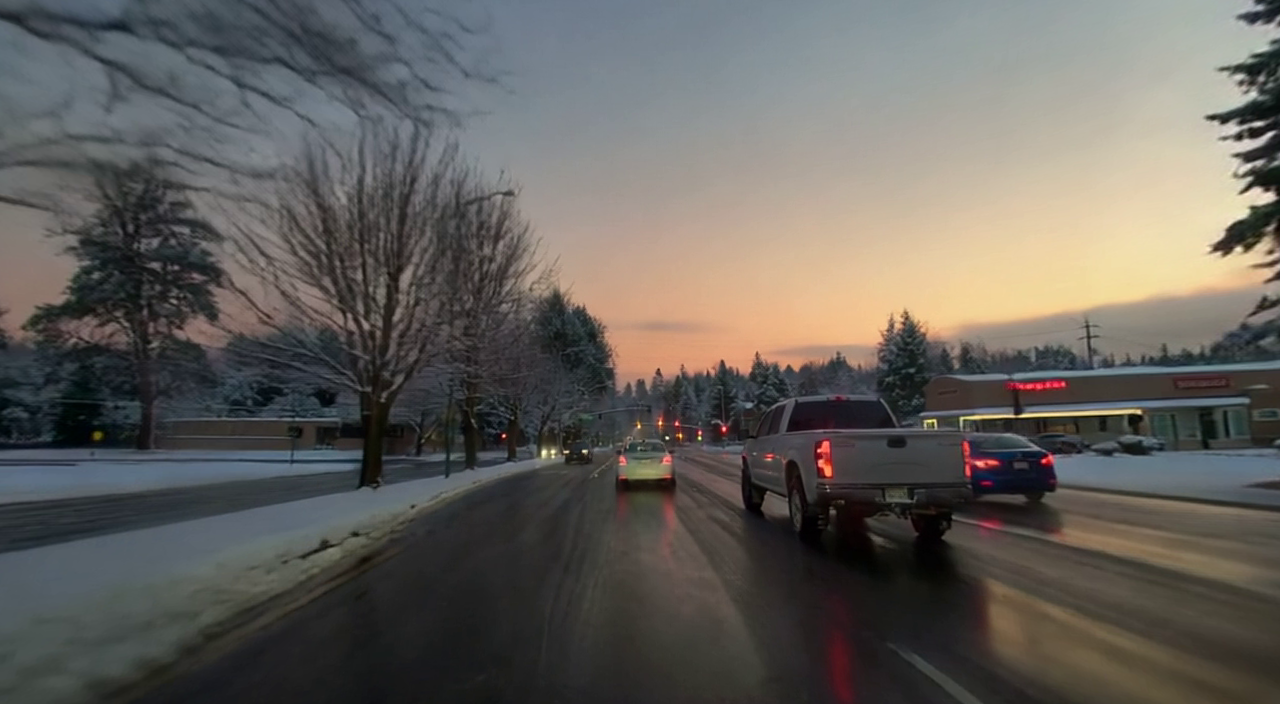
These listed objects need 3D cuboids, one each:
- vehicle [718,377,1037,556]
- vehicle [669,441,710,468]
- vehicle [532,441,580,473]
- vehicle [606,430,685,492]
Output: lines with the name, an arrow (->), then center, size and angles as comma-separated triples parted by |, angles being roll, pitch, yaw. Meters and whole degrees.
vehicle -> 3.192, 1.796, 10.515 | 2.731, 2.101, 6.047 | 0, -9, -3
vehicle -> 2.836, 5.998, 37.073 | 1.970, 1.464, 4.249 | 0, -9, -1
vehicle -> -4.059, 5.130, 31.029 | 1.960, 1.475, 4.161 | 0, -9, -3
vehicle -> 0.099, 3.248, 19.080 | 2.145, 1.650, 4.021 | 0, -8, -1
